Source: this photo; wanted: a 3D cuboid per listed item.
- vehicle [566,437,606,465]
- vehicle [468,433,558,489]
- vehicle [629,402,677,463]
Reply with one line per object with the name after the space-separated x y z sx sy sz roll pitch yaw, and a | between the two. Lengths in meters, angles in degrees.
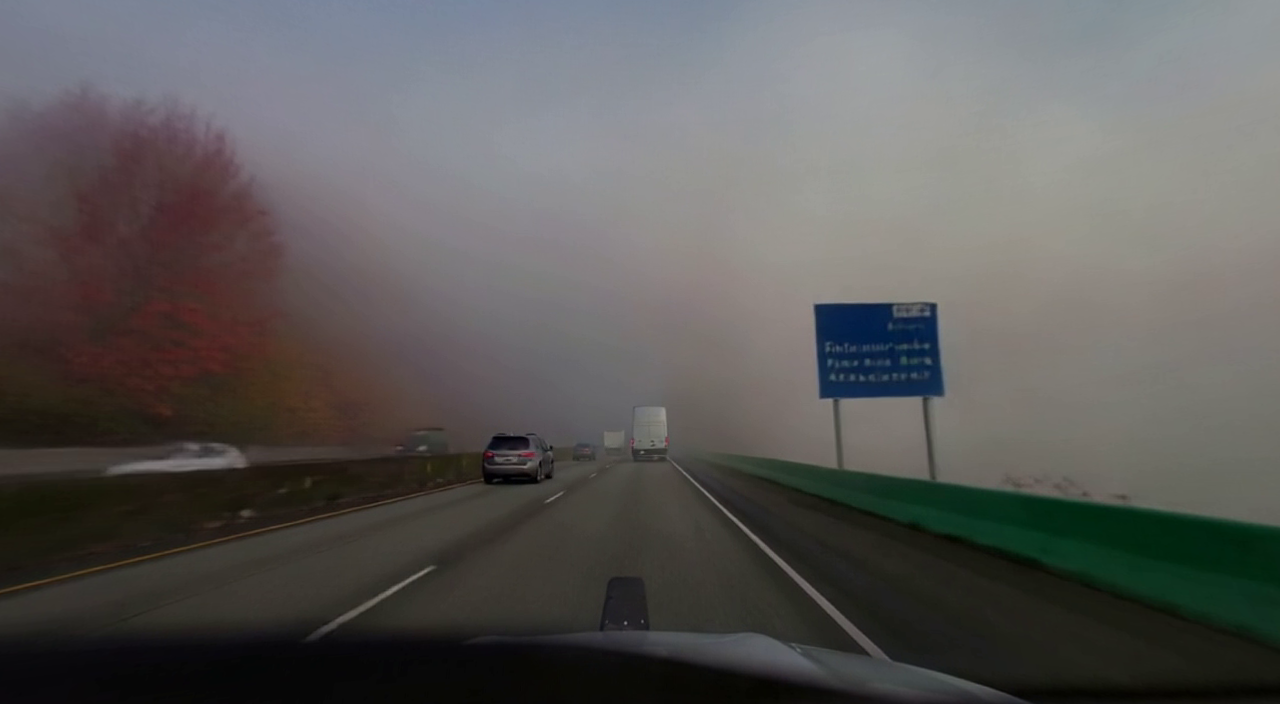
-3.220 6.024 38.410 1.962 1.575 4.158 0 -8 1 | vehicle
-3.803 3.313 19.535 1.927 1.556 3.921 0 -8 1 | vehicle
0.894 5.655 43.773 2.933 3.701 10.425 0 -8 1 | vehicle
